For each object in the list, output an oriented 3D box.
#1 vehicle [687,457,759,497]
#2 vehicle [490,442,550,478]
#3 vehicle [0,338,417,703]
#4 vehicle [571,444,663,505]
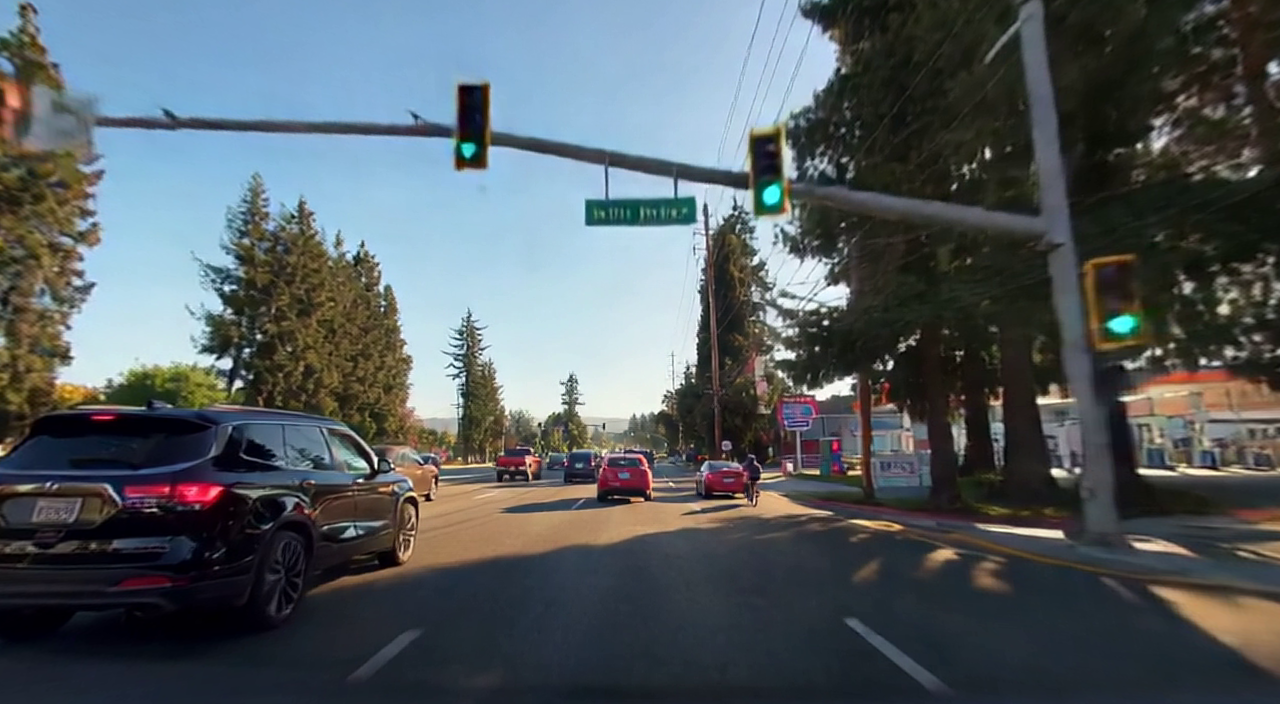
[{"bbox_3d":[3.030,4.700,24.078,2.065,1.302,4.416,0,-9,-1],"label":"vehicle"},{"bbox_3d":[-6.762,6.153,36.277,2.385,1.918,5.056,0,-9,1],"label":"vehicle"},{"bbox_3d":[-3.449,1.100,4.668,1.922,1.642,4.547,0,-9,0],"label":"vehicle"},{"bbox_3d":[-0.538,3.274,17.322,2.189,1.437,4.135,0,-9,0],"label":"vehicle"}]
